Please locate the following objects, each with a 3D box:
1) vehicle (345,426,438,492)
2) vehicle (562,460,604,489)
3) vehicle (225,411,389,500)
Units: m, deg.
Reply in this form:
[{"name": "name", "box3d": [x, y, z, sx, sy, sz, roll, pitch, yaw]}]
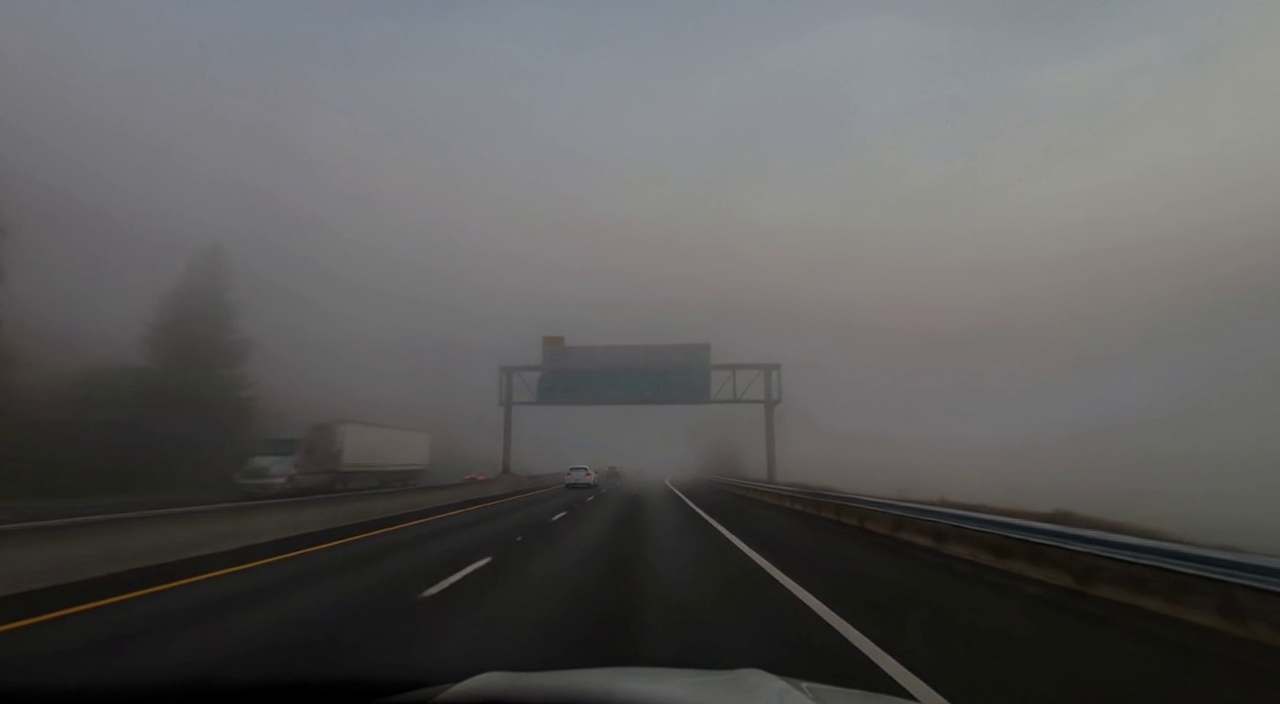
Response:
[{"name": "vehicle", "box3d": [-16.915, 7.442, 43.650, 2.842, 4.039, 7.958, 1, -11, 2]}, {"name": "vehicle", "box3d": [-3.648, 8.011, 41.394, 2.160, 1.721, 4.368, 0, -11, 2]}, {"name": "vehicle", "box3d": [-17.202, 5.645, 33.800, 3.004, 4.014, 9.919, 1, -11, 2]}]
